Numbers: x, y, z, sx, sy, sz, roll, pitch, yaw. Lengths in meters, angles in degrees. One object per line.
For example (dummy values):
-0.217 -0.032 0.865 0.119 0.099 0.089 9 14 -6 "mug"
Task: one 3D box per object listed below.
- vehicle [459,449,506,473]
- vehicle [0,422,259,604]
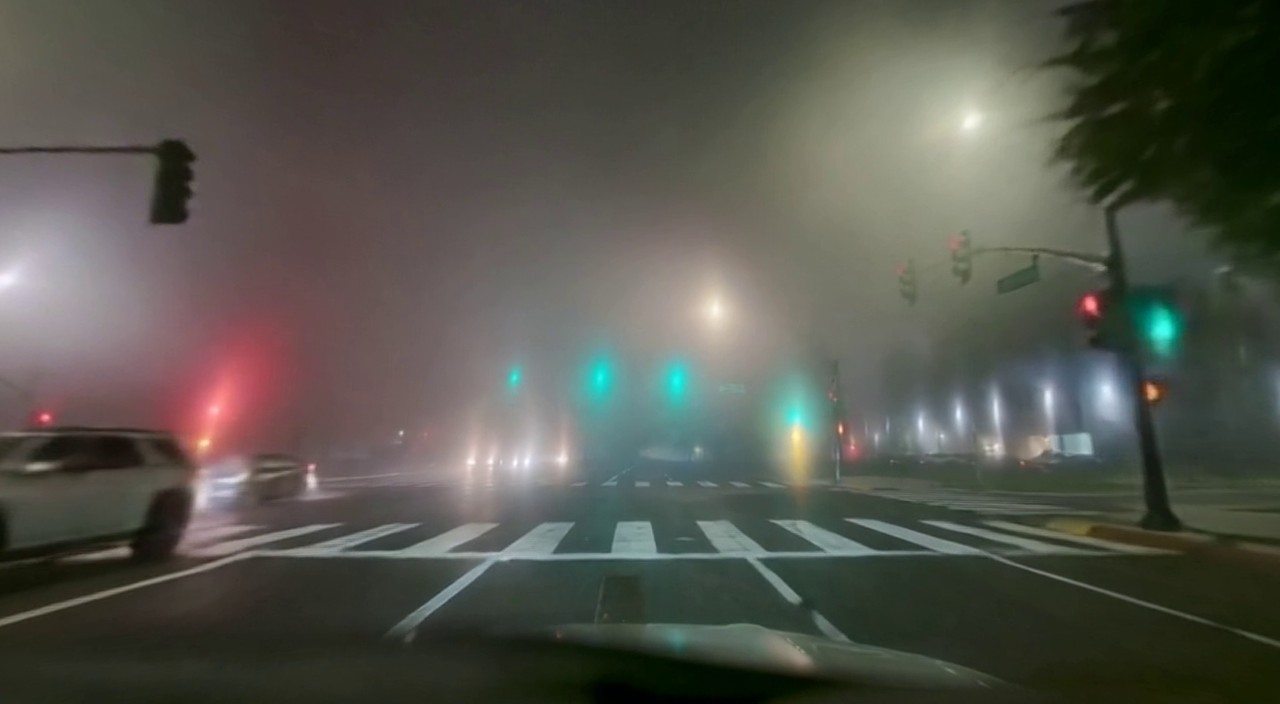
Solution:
-11.423 7.906 45.787 2.069 1.673 4.853 0 -9 1 "vehicle"
-6.490 1.566 6.545 1.876 1.570 4.980 0 -9 0 "vehicle"
